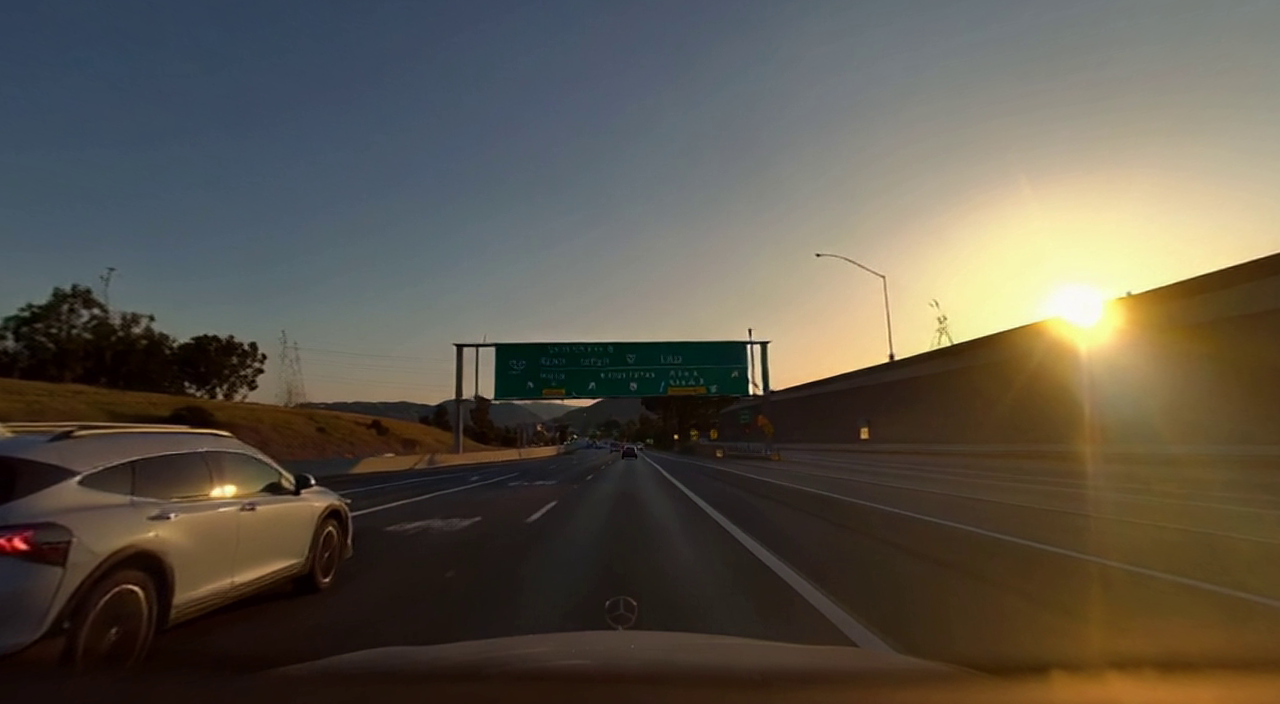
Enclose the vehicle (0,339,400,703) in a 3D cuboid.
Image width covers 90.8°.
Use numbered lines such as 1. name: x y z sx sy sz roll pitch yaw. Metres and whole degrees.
1. vehicle: -3.478 1.071 4.068 2.178 1.699 4.321 0 -8 -1
